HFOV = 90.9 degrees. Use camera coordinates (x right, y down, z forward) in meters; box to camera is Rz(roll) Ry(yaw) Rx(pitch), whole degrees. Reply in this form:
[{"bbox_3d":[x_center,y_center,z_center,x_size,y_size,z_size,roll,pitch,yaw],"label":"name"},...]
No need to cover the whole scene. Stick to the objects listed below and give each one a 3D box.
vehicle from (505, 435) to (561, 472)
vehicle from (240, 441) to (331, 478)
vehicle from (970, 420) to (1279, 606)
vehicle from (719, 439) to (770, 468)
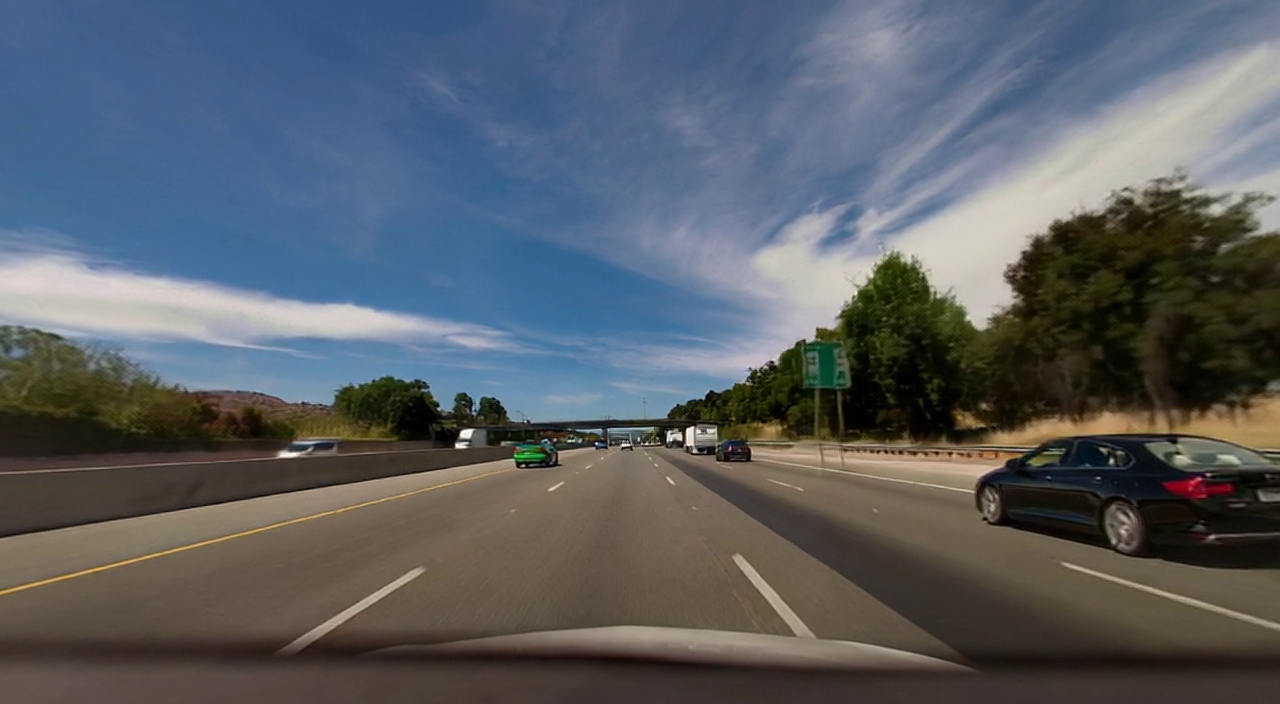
[{"bbox_3d":[-4.933,4.705,29.555,1.966,1.570,3.859,0,-8,-1],"label":"vehicle"},{"bbox_3d":[-17.269,5.226,30.952,1.943,1.648,4.322,0,-8,0],"label":"vehicle"},{"bbox_3d":[5.993,1.589,7.269,2.028,1.488,4.236,0,-8,-1],"label":"vehicle"},{"bbox_3d":[5.428,5.302,33.280,1.920,1.436,3.890,0,-8,-2],"label":"vehicle"}]
